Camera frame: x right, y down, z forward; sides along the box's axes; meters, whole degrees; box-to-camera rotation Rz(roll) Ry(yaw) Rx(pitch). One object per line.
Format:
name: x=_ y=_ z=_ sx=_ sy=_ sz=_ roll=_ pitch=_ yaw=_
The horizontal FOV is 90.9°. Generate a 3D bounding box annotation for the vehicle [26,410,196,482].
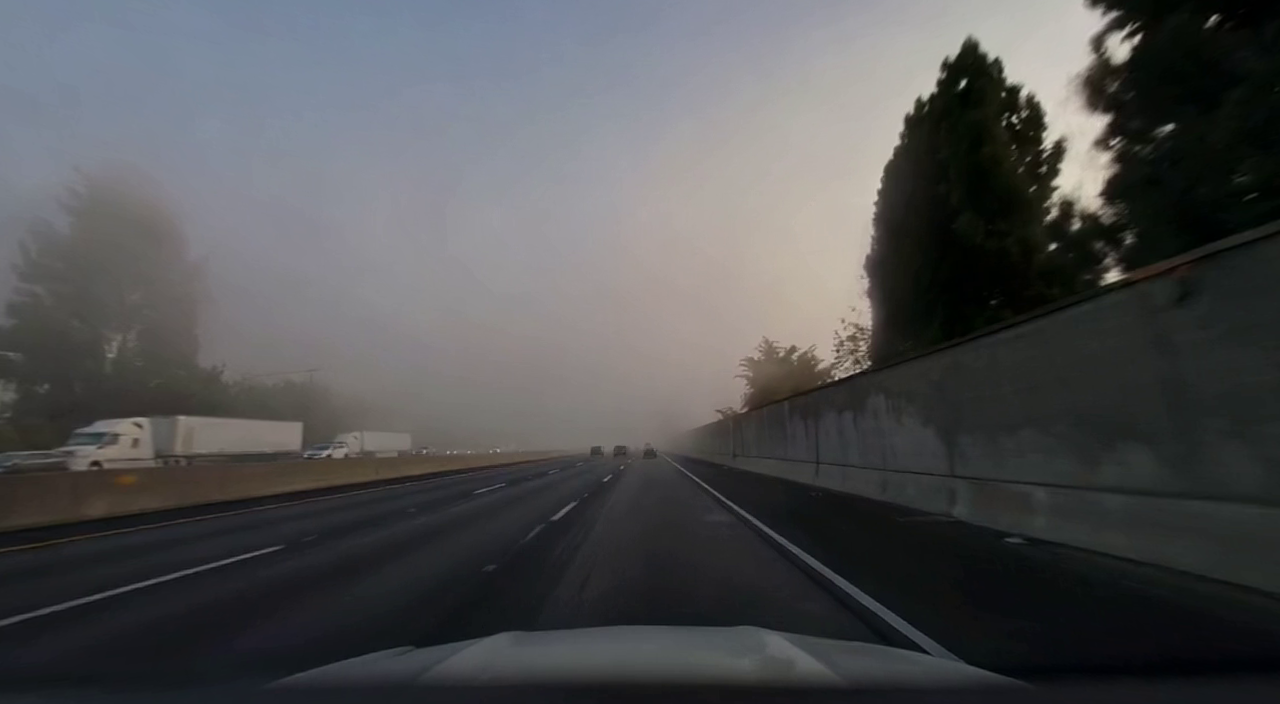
vehicle: x=-31.915 y=5.734 z=38.722 sx=2.974 sy=3.934 sz=8.302 roll=0 pitch=-8 yaw=1

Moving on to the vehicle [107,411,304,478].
vehicle: x=-31.807 y=7.035 z=48.106 sx=2.877 sy=4.155 sz=16.730 roll=0 pitch=-8 yaw=1
